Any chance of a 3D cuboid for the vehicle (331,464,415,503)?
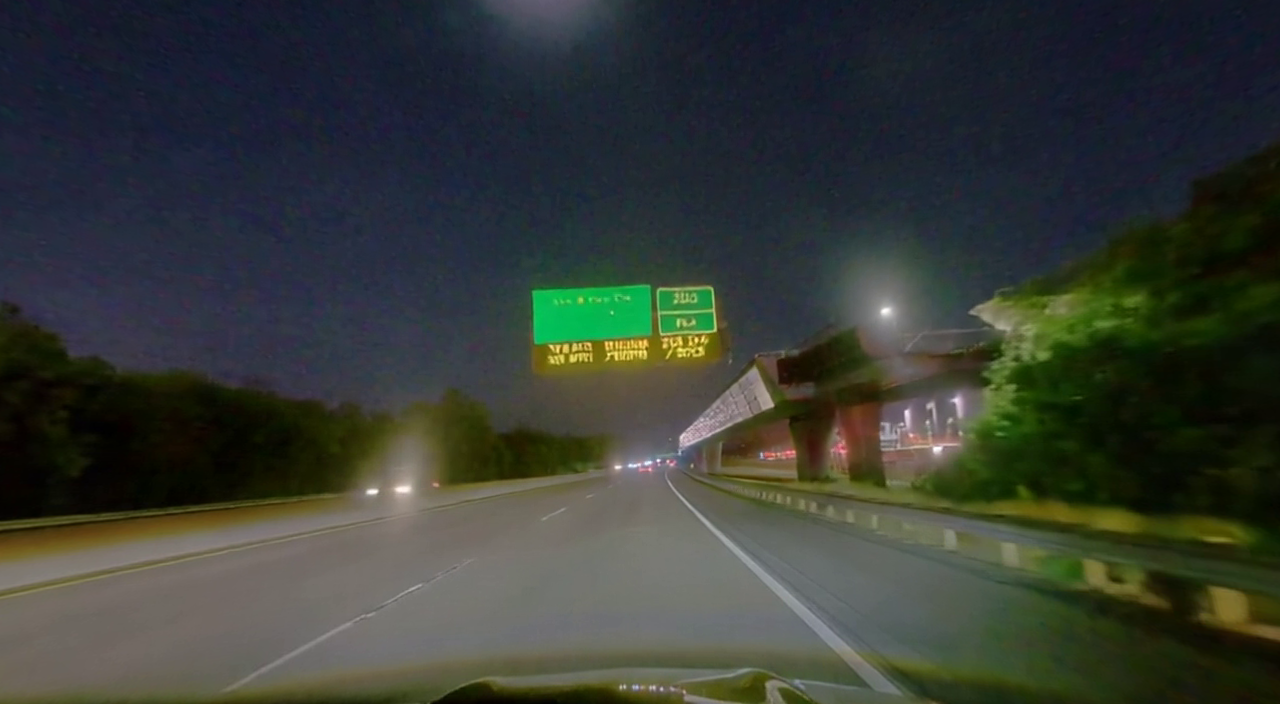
[{"bbox_3d":[-10.833,5.357,25.846,1.772,1.411,3.681,1,-11,0],"label":"vehicle"}]
